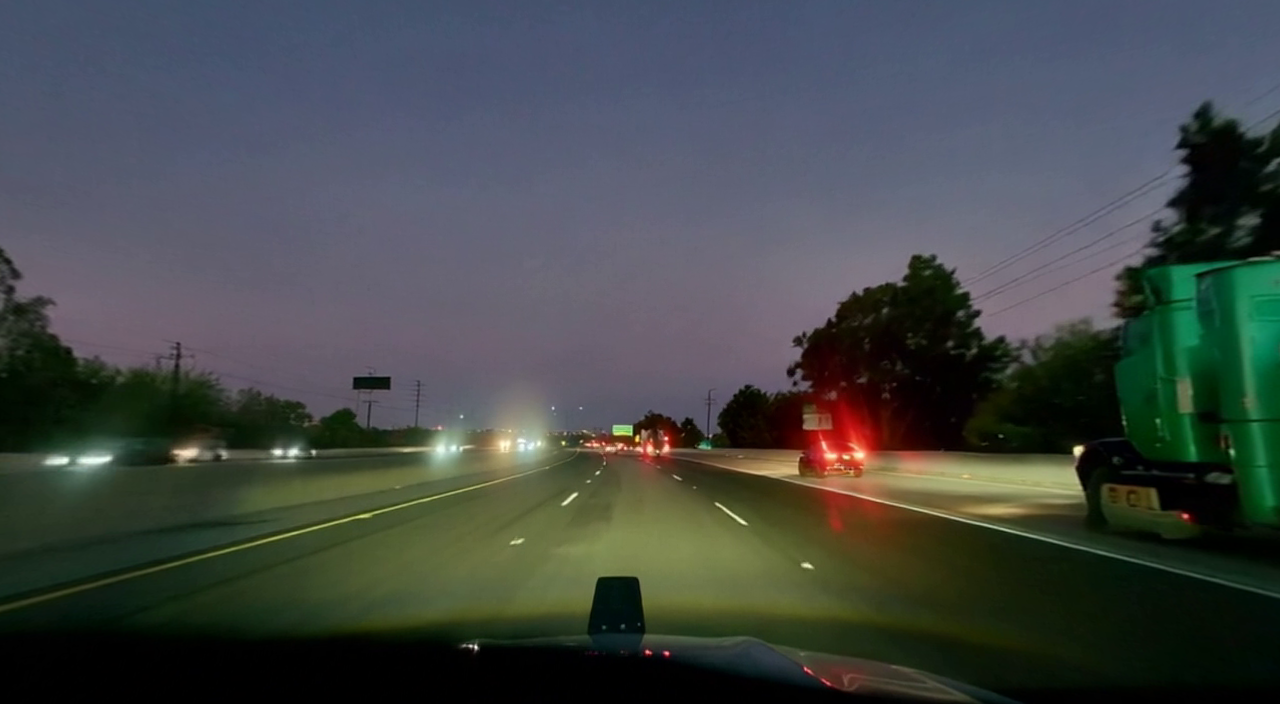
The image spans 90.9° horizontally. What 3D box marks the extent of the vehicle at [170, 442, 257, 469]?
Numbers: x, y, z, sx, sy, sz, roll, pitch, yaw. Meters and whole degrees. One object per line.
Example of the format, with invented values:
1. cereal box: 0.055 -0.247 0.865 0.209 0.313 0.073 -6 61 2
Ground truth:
1. vehicle: -25.347 6.162 37.711 2.173 1.484 4.570 0 -8 -2

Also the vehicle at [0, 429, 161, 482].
1. vehicle: -21.411 3.959 24.318 2.046 1.806 4.883 0 -8 -1

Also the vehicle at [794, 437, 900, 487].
1. vehicle: 6.806 3.656 21.358 1.905 1.480 4.624 0 -8 -2
